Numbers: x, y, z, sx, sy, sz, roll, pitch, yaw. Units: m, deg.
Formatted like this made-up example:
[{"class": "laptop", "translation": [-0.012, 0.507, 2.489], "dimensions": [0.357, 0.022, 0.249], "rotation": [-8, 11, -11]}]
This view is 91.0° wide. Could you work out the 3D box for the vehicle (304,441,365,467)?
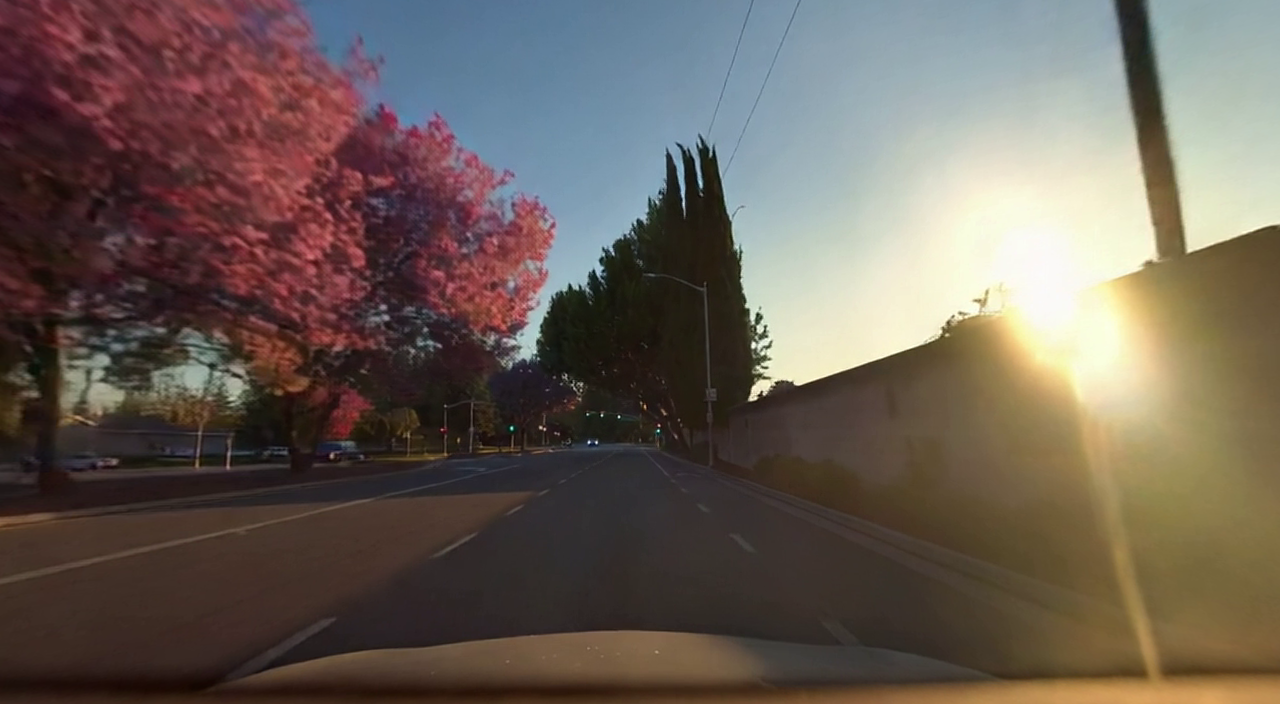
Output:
[{"class": "vehicle", "translation": [-20.809, 6.963, 43.098], "dimensions": [1.896, 1.689, 4.599], "rotation": [0, -8, 0]}]
